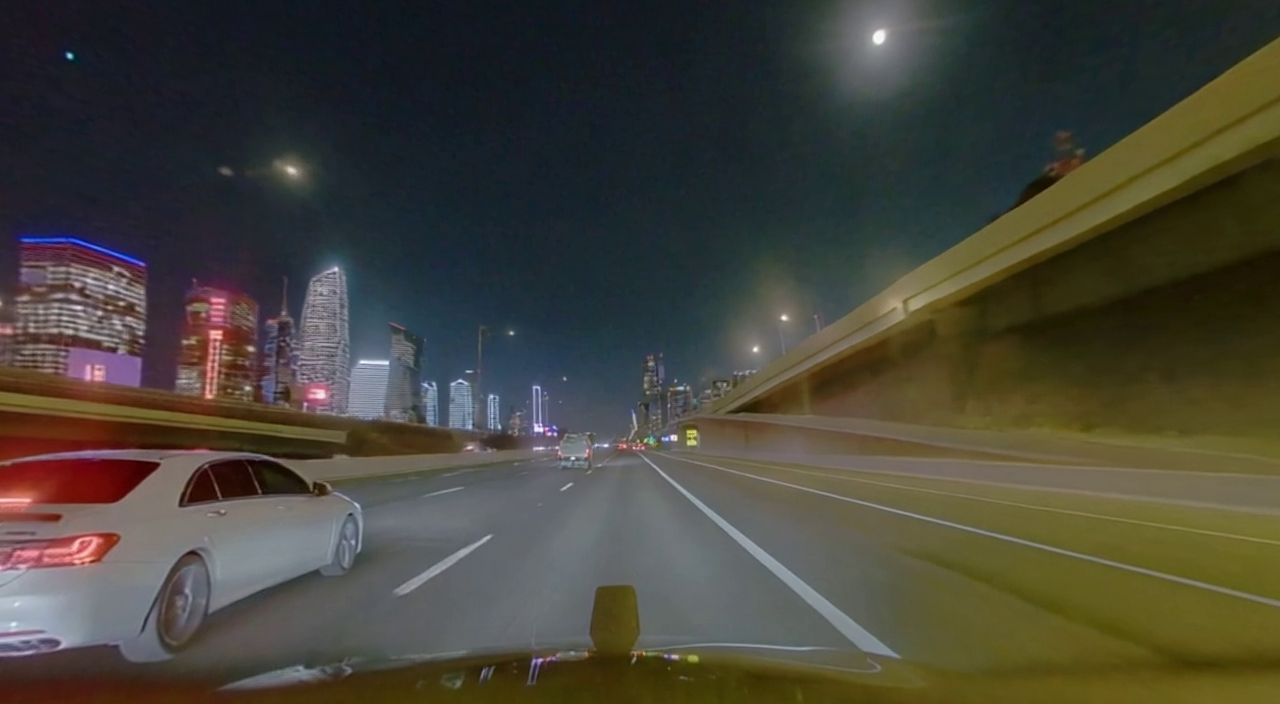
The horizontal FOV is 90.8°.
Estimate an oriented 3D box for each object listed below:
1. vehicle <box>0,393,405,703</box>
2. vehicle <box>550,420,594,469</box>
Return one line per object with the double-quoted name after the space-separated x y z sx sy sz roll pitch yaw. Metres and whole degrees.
-3.746 1.296 4.999 2.025 1.556 4.594 0 -8 -1 "vehicle"
-4.406 6.197 42.202 2.364 2.953 6.732 0 -9 -1 "vehicle"
